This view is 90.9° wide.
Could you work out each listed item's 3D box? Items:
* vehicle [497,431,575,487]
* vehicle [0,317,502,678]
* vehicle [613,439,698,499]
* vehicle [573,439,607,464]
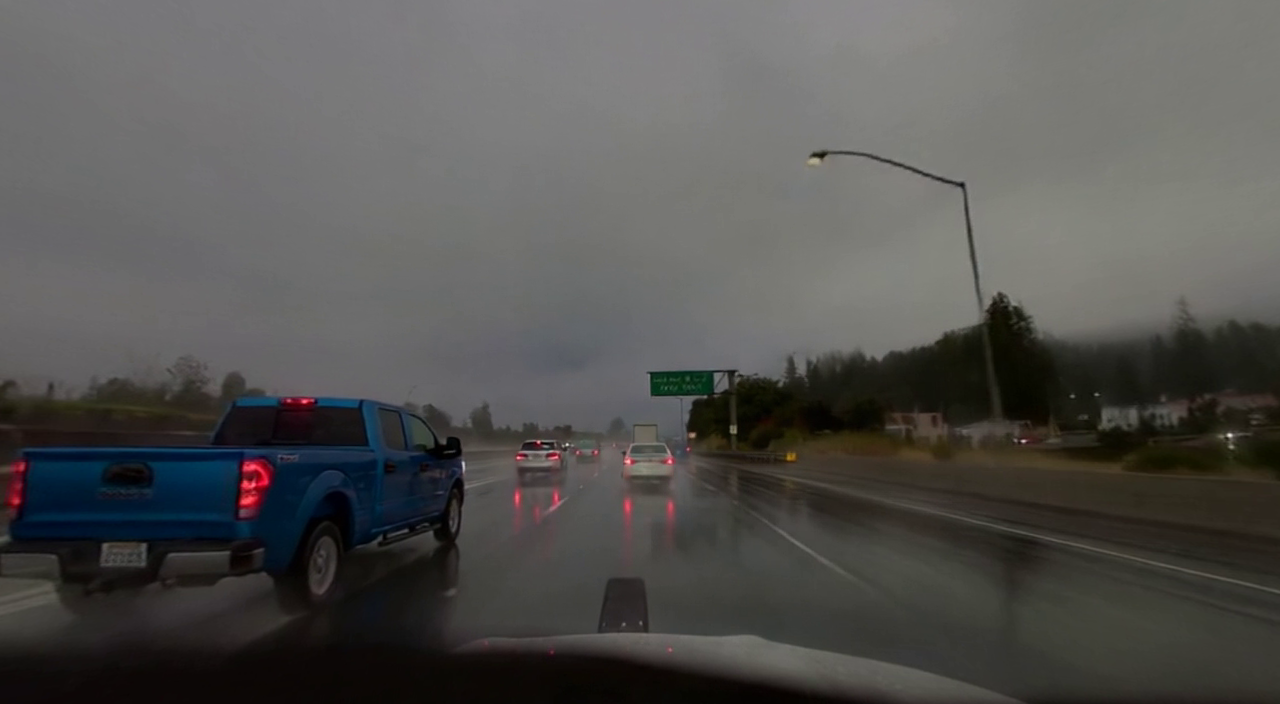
[{"bbox_3d":[-3.494,3.671,21.960,1.903,1.721,4.210,0,-8,1],"label":"vehicle"},{"bbox_3d":[-3.330,1.248,6.640,2.269,2.060,5.933,0,-8,1],"label":"vehicle"},{"bbox_3d":[0.366,3.119,17.256,2.054,1.421,4.090,0,-8,0],"label":"vehicle"},{"bbox_3d":[-3.362,6.774,43.011,1.897,1.646,4.049,0,-8,1],"label":"vehicle"}]
